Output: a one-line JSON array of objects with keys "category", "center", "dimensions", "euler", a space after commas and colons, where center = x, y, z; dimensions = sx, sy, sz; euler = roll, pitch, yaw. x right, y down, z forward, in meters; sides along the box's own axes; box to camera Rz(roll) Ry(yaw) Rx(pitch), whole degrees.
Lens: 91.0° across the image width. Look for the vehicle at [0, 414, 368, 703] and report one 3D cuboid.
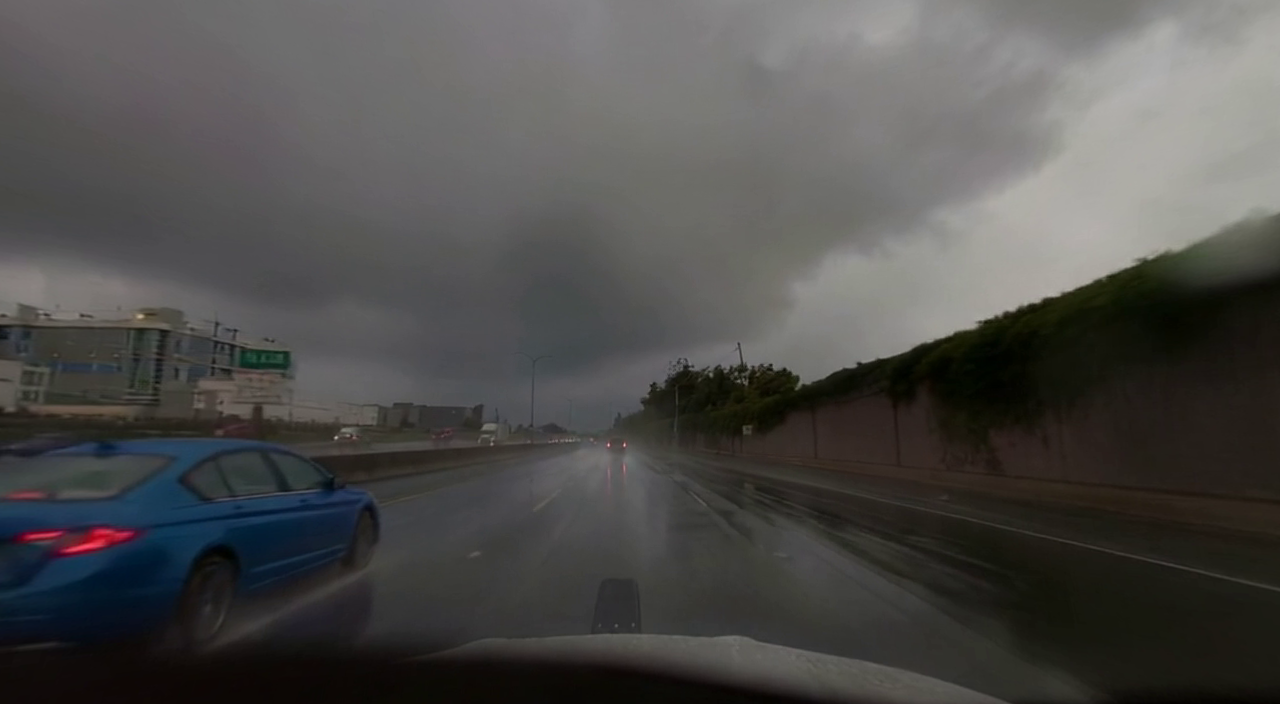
[{"category": "vehicle", "center": [-3.683, 1.226, 4.206], "dimensions": [1.916, 1.451, 4.166], "euler": [0, -8, -1]}]
